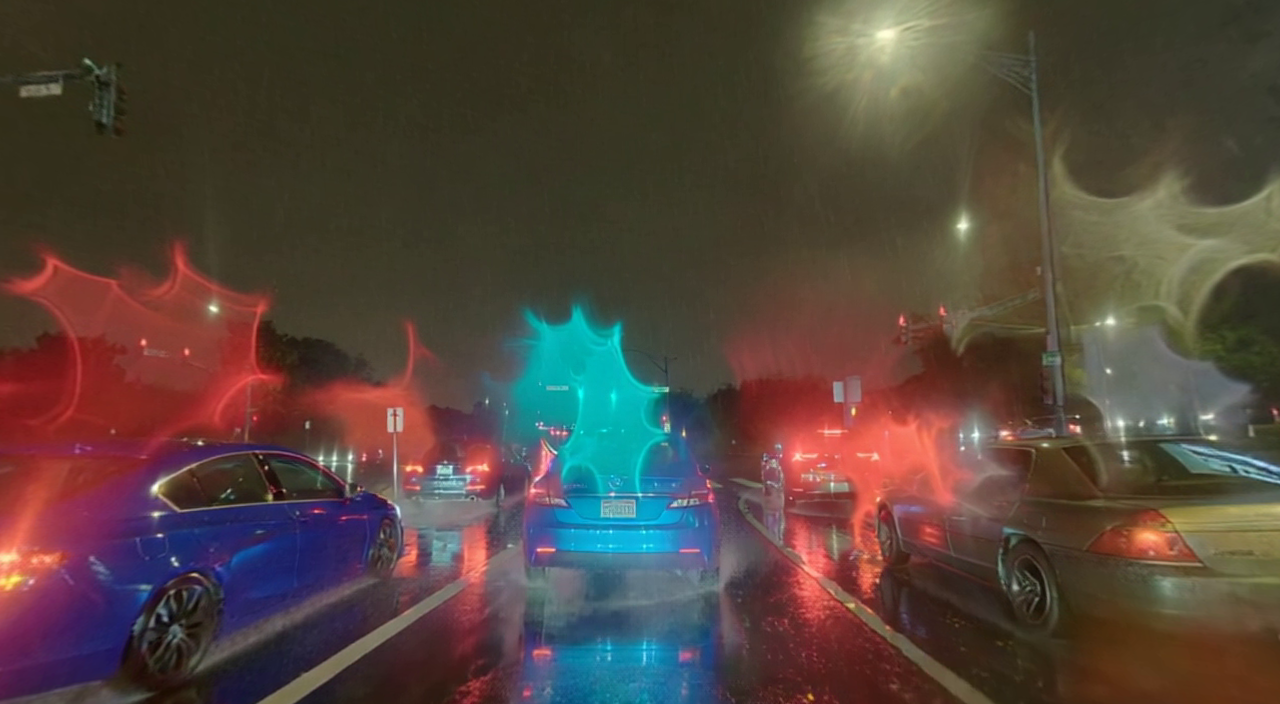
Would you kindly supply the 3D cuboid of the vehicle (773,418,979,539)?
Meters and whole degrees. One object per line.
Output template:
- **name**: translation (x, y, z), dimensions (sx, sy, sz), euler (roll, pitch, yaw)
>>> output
- **vehicle**: translation (3.776, 2.098, 11.026), dimensions (2.007, 1.683, 4.171), euler (0, -8, 1)

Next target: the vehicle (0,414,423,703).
- **vehicle**: translation (-3.401, 1.300, 4.732), dimensions (1.980, 1.454, 4.226), euler (0, -8, 1)

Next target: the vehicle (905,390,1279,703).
- **vehicle**: translation (3.418, 1.071, 3.551), dimensions (1.981, 1.499, 4.536), euler (-1, -8, 2)

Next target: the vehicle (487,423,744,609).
- **vehicle**: translation (-0.187, 1.621, 7.129), dimensions (2.059, 1.477, 3.988), euler (0, -8, 0)
